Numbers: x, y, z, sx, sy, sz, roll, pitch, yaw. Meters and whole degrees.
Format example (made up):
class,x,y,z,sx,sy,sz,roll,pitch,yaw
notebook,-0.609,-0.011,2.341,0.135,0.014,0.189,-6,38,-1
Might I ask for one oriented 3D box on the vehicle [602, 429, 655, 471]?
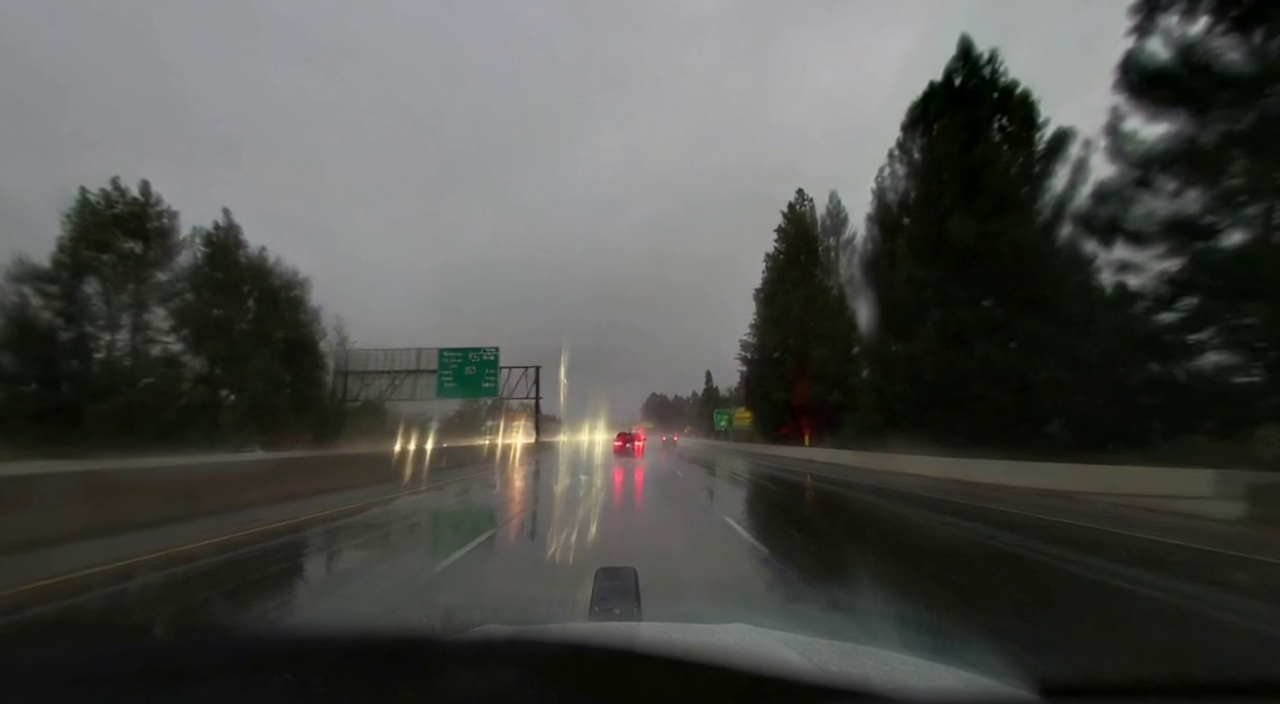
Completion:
class,x,y,z,sx,sy,sz,roll,pitch,yaw
vehicle,-0.483,4.125,26.768,2.094,1.600,3.666,0,-8,-1

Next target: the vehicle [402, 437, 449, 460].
class,x,y,z,sx,sy,sz,roll,pitch,yaw
vehicle,-16.325,7.340,48.108,2.001,1.671,4.427,0,-8,0
